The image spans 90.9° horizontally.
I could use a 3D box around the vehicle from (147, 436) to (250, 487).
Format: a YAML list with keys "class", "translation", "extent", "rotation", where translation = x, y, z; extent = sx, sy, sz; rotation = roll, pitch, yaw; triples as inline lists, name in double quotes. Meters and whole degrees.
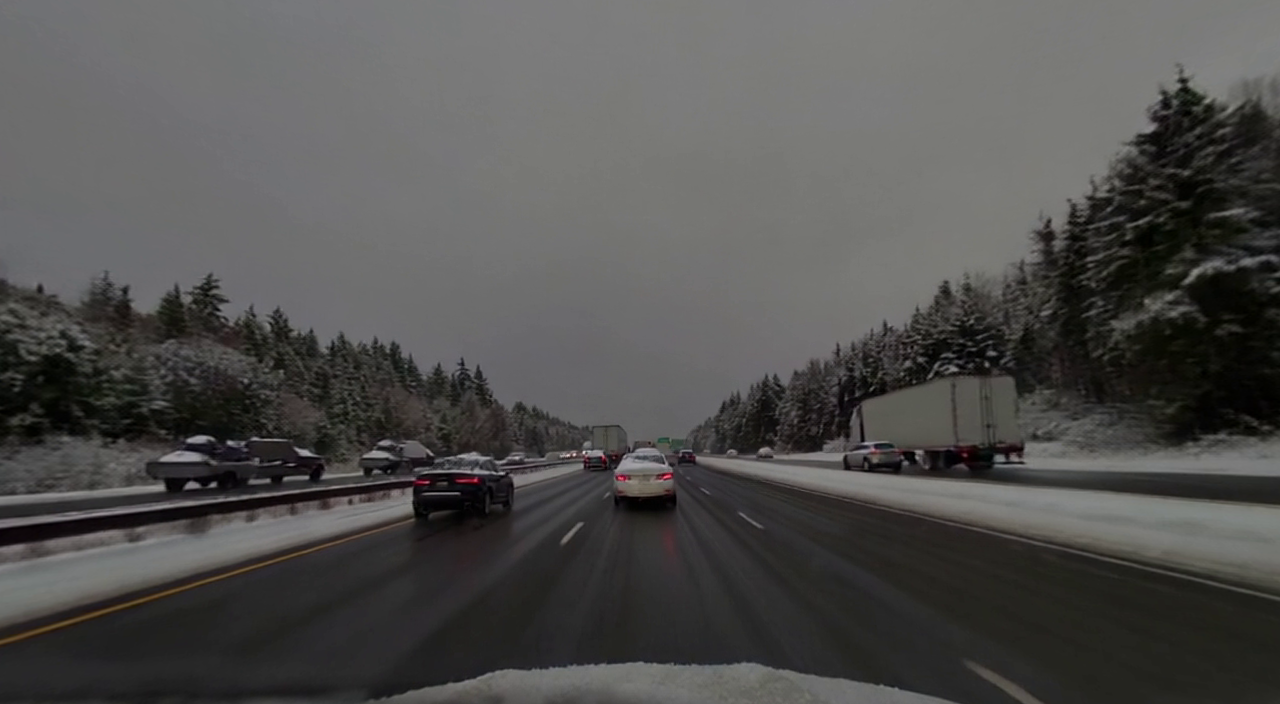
- class: "vehicle"
  translation: [-31.715, 7.852, 45.600]
  extent: [2.761, 3.380, 5.944]
  rotation: [-1, -9, 3]

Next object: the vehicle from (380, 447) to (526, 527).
- class: "vehicle"
  translation: [-3.986, 2.940, 14.319]
  extent: [1.929, 1.509, 4.331]
  rotation: [0, -9, 1]

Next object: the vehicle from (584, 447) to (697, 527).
- class: "vehicle"
  translation: [0.026, 2.781, 13.524]
  extent: [2.057, 1.449, 3.931]
  rotation: [0, -9, 1]

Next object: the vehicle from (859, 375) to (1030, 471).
- class: "vehicle"
  translation: [15.192, 4.002, 33.286]
  extent: [2.825, 4.085, 12.815]
  rotation: [0, -9, 1]

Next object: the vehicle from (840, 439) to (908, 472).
- class: "vehicle"
  translation: [11.568, 5.131, 31.411]
  extent: [1.892, 1.504, 4.000]
  rotation: [0, -9, 1]
